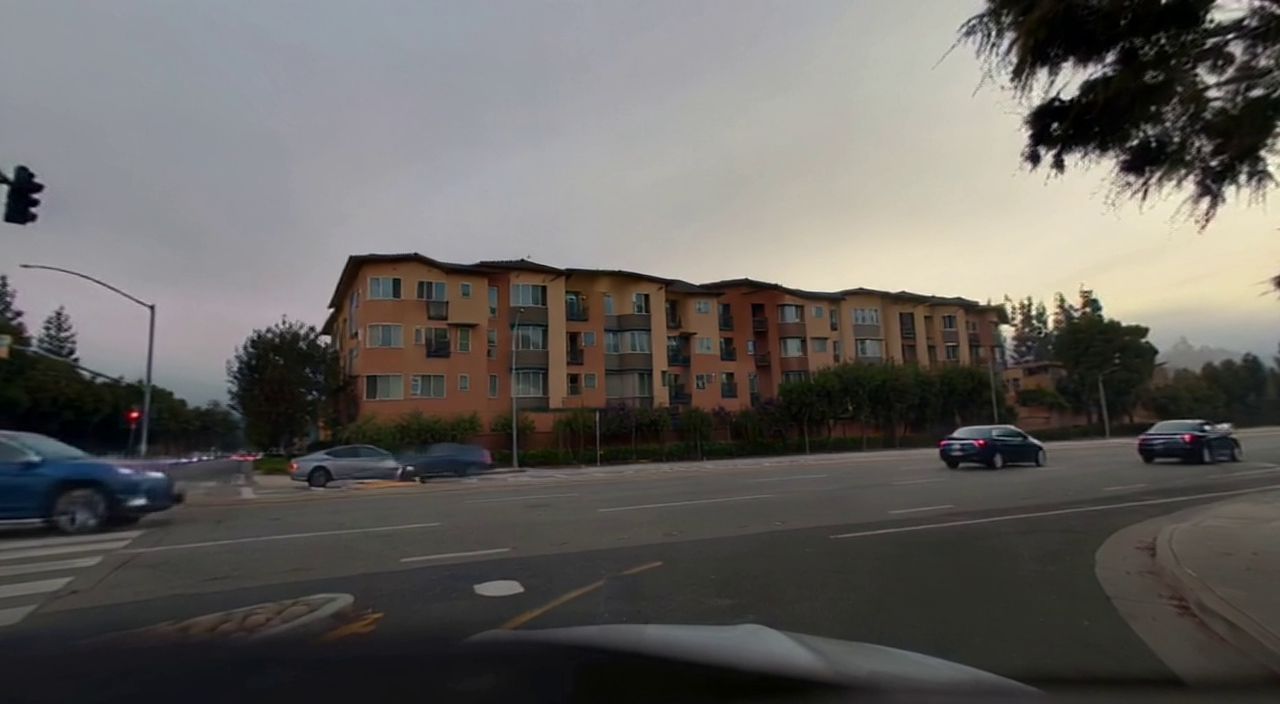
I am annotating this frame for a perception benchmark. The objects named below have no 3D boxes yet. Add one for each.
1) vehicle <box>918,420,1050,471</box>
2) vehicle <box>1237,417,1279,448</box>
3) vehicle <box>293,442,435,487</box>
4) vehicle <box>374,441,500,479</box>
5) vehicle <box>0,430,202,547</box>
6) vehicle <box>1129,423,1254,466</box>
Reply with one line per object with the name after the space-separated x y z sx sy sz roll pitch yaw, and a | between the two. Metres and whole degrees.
12.652 3.426 23.140 4.683 1.678 1.981 5 -10 -30 | vehicle
37.339 4.758 36.981 4.711 1.688 1.915 5 -10 -30 | vehicle
-9.653 3.894 22.154 4.289 1.415 1.774 5 -10 -31 | vehicle
-8.623 4.577 26.943 4.751 1.487 1.888 5 -10 -30 | vehicle
-9.701 2.032 9.610 4.734 1.633 1.829 4 -9 -30 | vehicle
20.304 3.397 23.199 4.521 1.433 1.943 5 -10 -29 | vehicle
